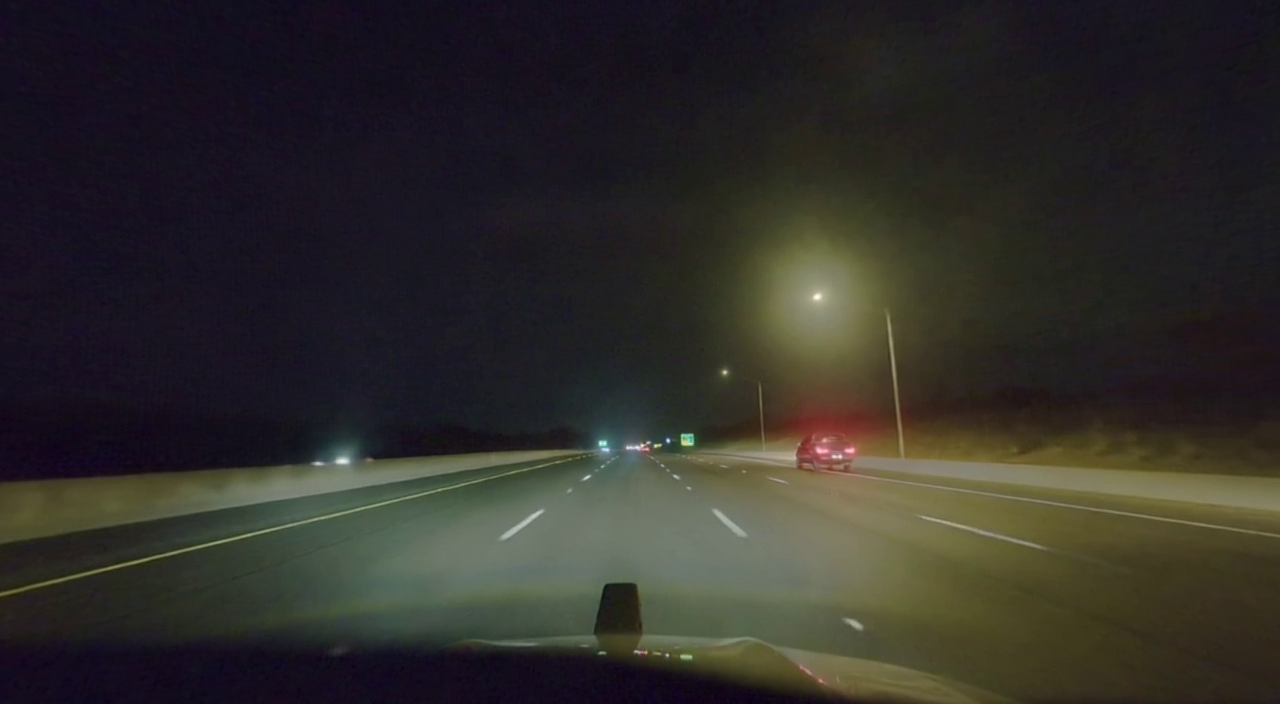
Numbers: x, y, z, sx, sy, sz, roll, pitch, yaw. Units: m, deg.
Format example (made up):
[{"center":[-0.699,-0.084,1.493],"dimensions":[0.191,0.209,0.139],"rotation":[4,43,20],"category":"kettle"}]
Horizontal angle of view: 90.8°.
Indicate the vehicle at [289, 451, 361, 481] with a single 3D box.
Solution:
[{"center":[-19.463,7.041,39.255],"dimensions":[2.025,1.633,4.820],"rotation":[0,-8,0],"category":"vehicle"}]
